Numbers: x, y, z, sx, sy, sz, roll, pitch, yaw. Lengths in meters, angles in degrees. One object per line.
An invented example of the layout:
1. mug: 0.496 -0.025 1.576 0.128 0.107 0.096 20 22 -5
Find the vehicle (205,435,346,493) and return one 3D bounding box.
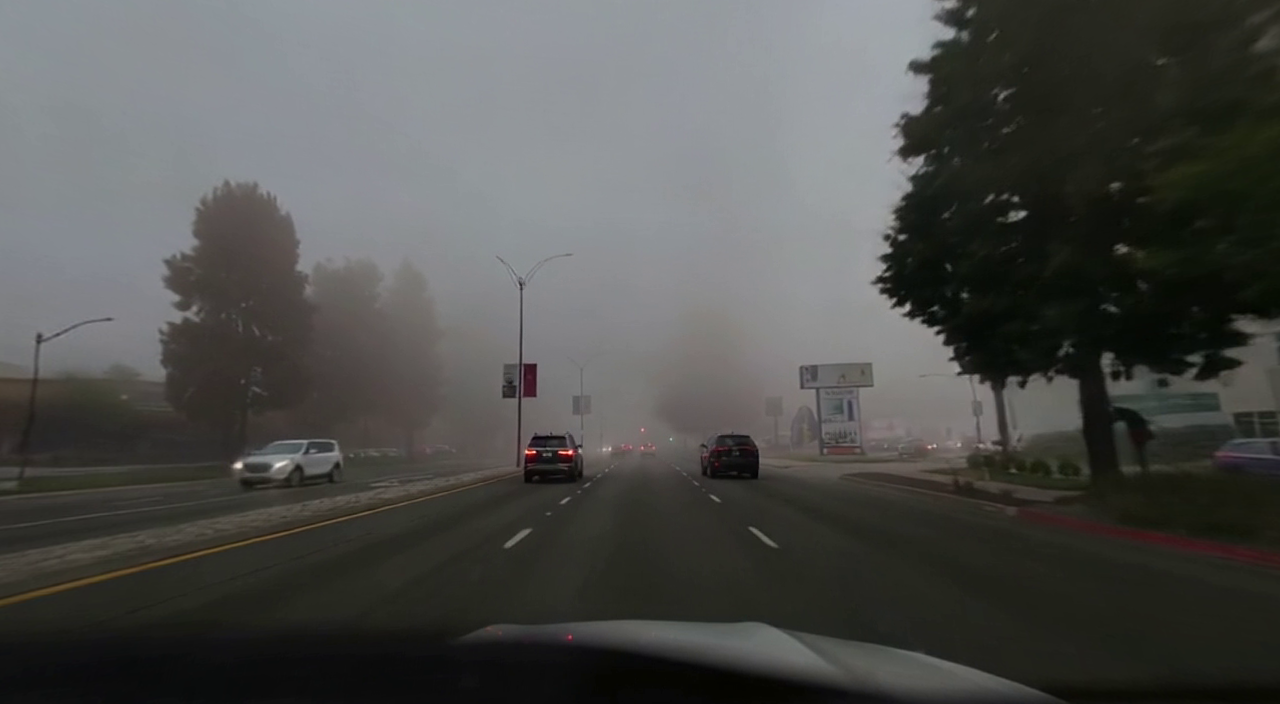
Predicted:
1. vehicle: -12.104 3.725 21.288 2.023 1.729 4.478 0 -9 0

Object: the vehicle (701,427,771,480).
1. vehicle: 3.713 4.018 25.080 2.024 1.921 4.431 0 -9 -1

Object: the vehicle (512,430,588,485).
1. vehicle: -3.117 3.769 22.724 2.014 1.775 4.404 0 -9 1
